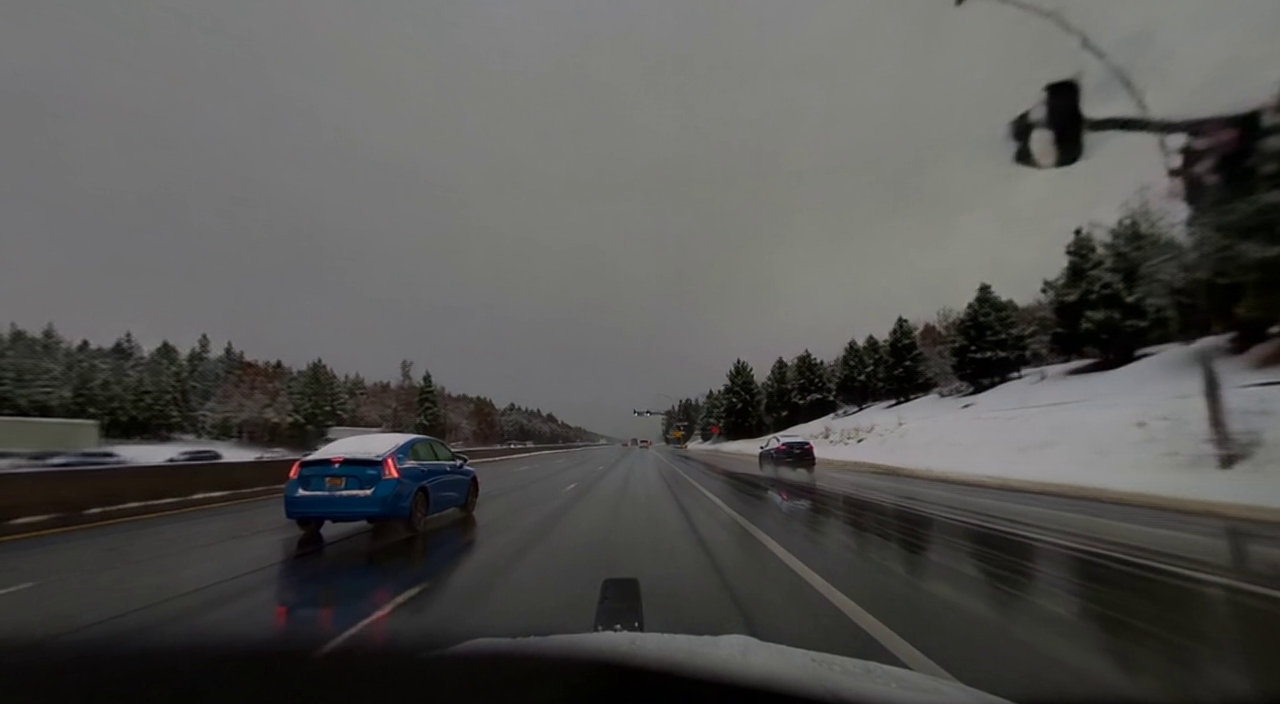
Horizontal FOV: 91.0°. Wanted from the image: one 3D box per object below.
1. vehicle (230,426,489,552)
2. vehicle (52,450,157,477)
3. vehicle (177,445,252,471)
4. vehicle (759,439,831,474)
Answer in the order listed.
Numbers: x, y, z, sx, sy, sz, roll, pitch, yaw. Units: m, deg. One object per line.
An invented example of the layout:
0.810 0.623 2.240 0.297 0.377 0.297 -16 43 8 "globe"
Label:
-3.954 1.999 9.936 1.987 1.516 4.478 0 -8 1 "vehicle"
-32.038 6.666 37.890 1.799 1.455 5.117 0 -8 0 "vehicle"
-28.286 7.033 42.018 1.864 1.568 4.344 0 -8 1 "vehicle"
7.176 4.885 29.683 2.049 1.481 4.774 0 -8 -2 "vehicle"
